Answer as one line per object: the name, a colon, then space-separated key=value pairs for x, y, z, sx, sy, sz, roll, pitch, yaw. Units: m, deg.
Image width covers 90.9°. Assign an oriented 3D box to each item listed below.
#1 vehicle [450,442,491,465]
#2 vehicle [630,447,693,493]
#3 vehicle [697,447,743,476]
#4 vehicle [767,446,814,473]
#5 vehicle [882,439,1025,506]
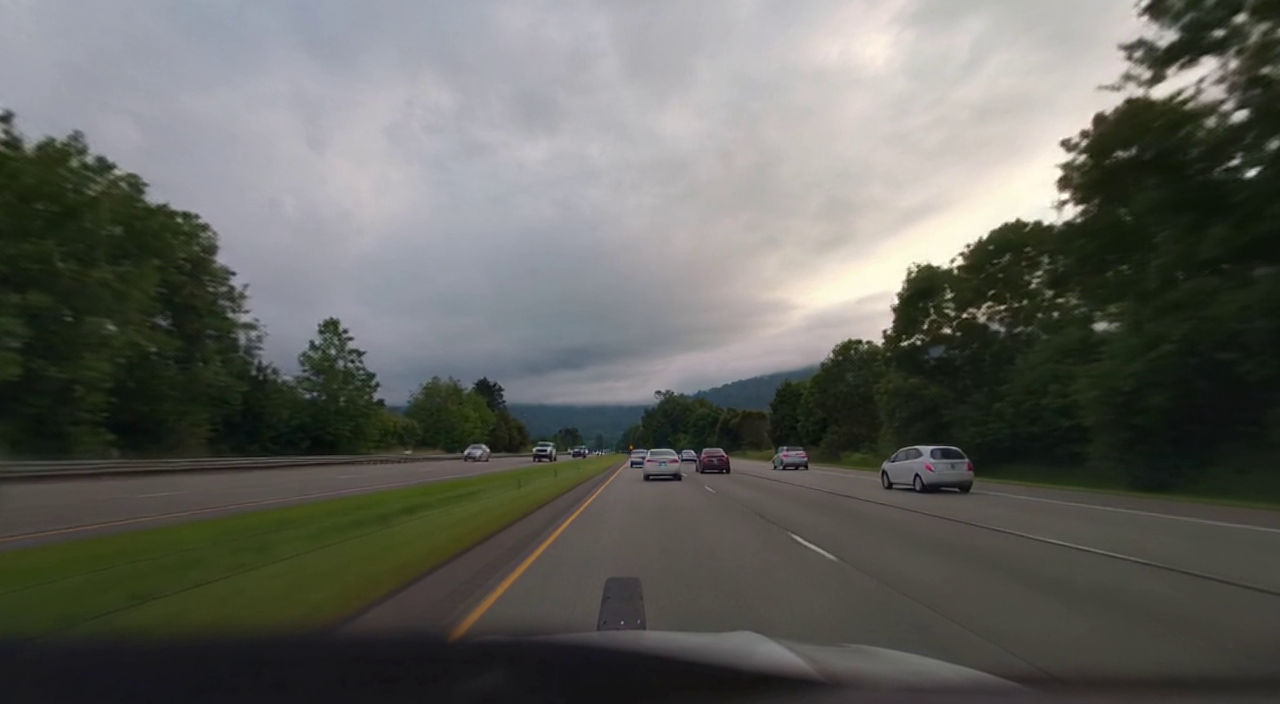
vehicle: x=-12.459 y=7.514 z=46.567 sx=1.835 sy=1.583 sz=4.021 roll=0 pitch=-9 yaw=0
vehicle: x=0.686 y=4.054 z=21.963 sx=2.020 sy=1.426 sz=3.702 roll=0 pitch=-9 yaw=0
vehicle: x=4.433 y=6.101 z=35.367 sx=1.981 sy=1.518 sz=4.029 roll=0 pitch=-9 yaw=-1
vehicle: x=9.245 y=6.641 z=39.069 sx=1.957 sy=1.594 sz=3.632 roll=0 pitch=-9 yaw=0
vehicle: x=8.146 y=3.150 z=16.810 sx=1.847 sy=1.554 sz=3.752 roll=0 pitch=-9 yaw=0
